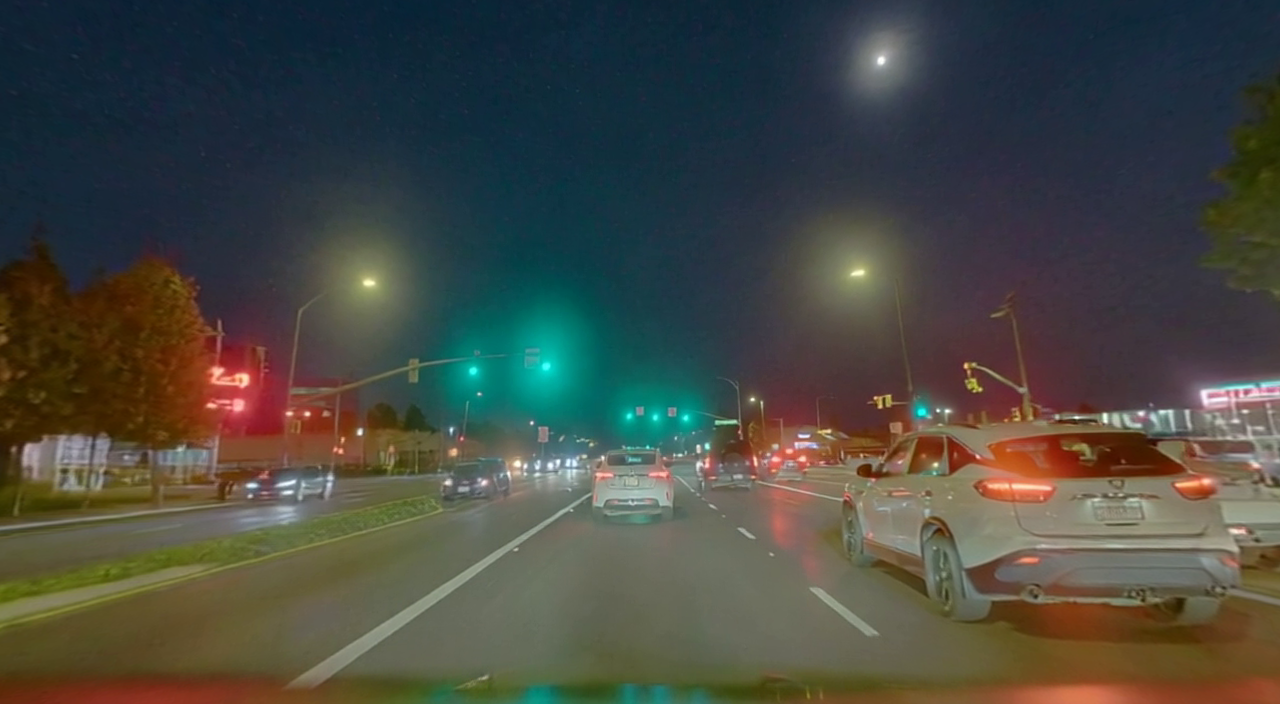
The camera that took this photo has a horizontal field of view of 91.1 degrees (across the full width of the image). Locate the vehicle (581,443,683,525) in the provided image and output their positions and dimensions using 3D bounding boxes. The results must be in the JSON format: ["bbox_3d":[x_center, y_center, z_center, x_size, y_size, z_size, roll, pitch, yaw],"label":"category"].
[{"bbox_3d":[-0.127,3.036,15.048,2.111,1.676,4.018,0,-9,1],"label":"vehicle"}]

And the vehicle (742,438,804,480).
[{"bbox_3d":[7.775,6.316,37.362,2.627,2.252,5.236,0,-9,1],"label":"vehicle"}]

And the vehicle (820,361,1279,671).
[{"bbox_3d":[3.427,1.359,6.271,1.982,1.960,4.427,0,-9,1],"label":"vehicle"}]

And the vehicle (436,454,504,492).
[{"bbox_3d":[-8.685,6.199,32.498,2.133,1.771,4.611,0,-9,1],"label":"vehicle"}]

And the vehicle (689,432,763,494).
[{"bbox_3d":[3.719,4.917,28.360,2.516,2.481,5.766,0,-9,0],"label":"vehicle"}]

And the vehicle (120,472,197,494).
[{"bbox_3d":[-36.142,9.849,47.190,4.151,1.469,1.940,0,-9,2],"label":"vehicle"}]

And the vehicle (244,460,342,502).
[{"bbox_3d":[-15.828,5.859,28.970,1.968,1.675,4.382,0,-9,1],"label":"vehicle"}]
